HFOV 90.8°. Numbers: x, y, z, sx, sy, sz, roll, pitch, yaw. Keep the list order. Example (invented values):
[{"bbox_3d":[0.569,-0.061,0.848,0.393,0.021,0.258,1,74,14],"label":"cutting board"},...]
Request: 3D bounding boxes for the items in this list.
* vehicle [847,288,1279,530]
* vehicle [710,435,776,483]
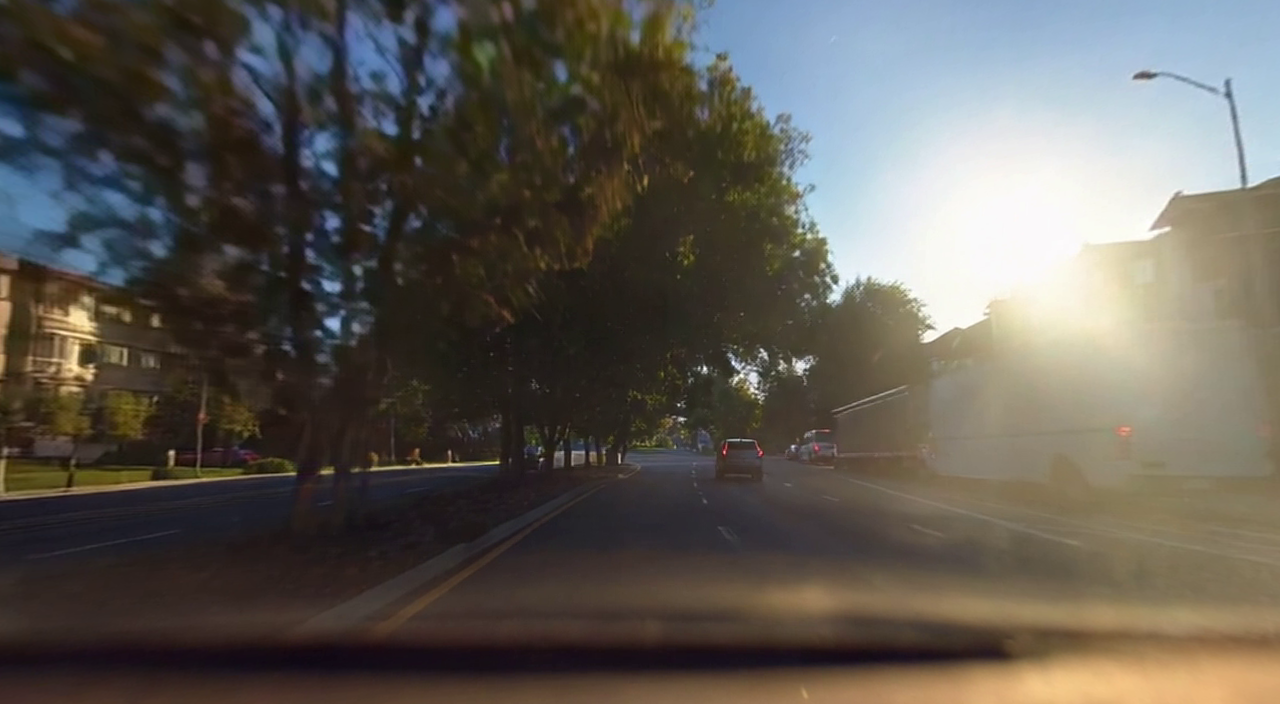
[{"bbox_3d":[10.608,2.275,20.037,2.887,4.158,18.418,-1,-8,3],"label":"vehicle"},{"bbox_3d":[4.211,4.429,26.575,2.215,1.812,4.569,0,-8,3],"label":"vehicle"}]
